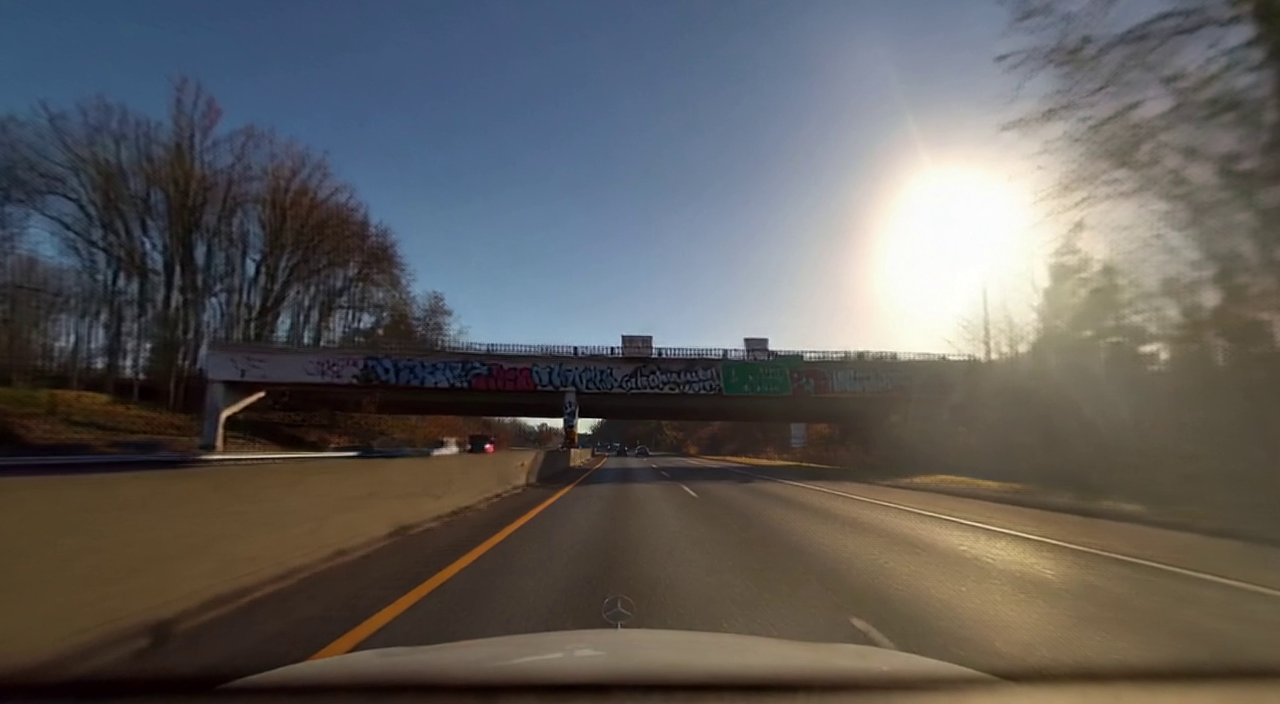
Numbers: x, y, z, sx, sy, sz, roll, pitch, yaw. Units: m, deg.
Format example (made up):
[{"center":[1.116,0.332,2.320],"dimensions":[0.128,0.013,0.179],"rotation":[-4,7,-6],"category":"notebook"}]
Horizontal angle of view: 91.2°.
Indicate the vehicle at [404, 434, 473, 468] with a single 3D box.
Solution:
[{"center":[-9.652,4.805,30.391],"dimensions":[1.956,1.507,4.346],"rotation":[0,-9,-1],"category":"vehicle"}]
